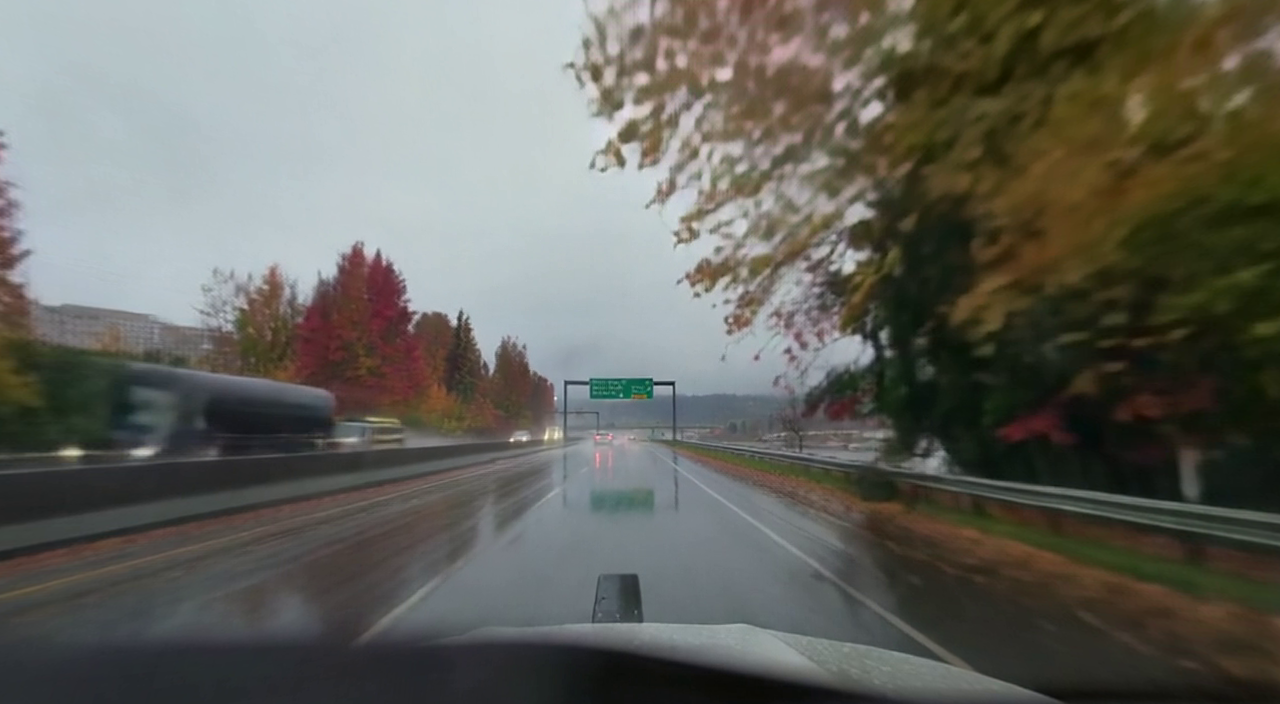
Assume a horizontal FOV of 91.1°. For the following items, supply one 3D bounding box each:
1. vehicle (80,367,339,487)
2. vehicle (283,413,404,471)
[{"bbox_3d":[-15.770,3.006,24.607,3.002,3.700,10.158,0,-8,-1],"label":"vehicle"},{"bbox_3d":[-15.970,4.927,34.686,2.695,2.761,8.265,0,-8,-1],"label":"vehicle"}]
